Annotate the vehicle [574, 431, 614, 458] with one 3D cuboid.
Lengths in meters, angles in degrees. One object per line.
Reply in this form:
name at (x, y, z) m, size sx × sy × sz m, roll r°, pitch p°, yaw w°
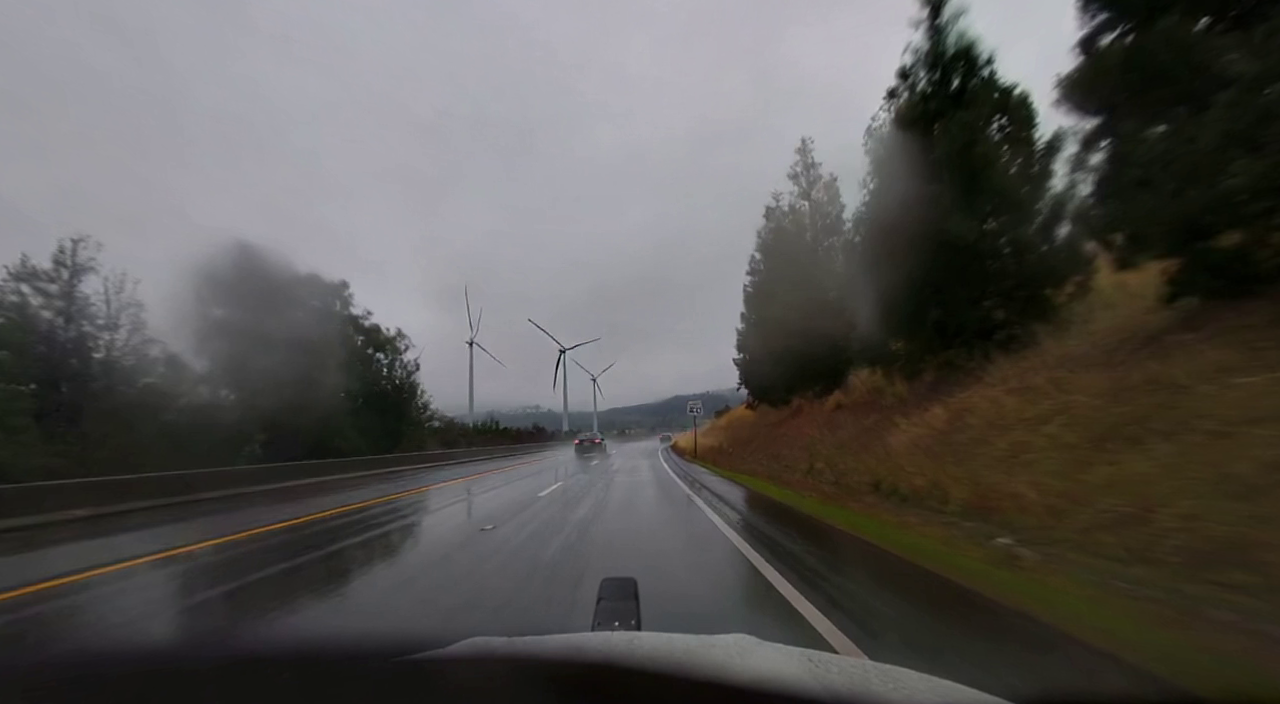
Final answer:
vehicle at (-2.845, 5.855, 40.092) m, size 2.123 × 1.629 × 4.180 m, roll 0°, pitch -8°, yaw 1°
